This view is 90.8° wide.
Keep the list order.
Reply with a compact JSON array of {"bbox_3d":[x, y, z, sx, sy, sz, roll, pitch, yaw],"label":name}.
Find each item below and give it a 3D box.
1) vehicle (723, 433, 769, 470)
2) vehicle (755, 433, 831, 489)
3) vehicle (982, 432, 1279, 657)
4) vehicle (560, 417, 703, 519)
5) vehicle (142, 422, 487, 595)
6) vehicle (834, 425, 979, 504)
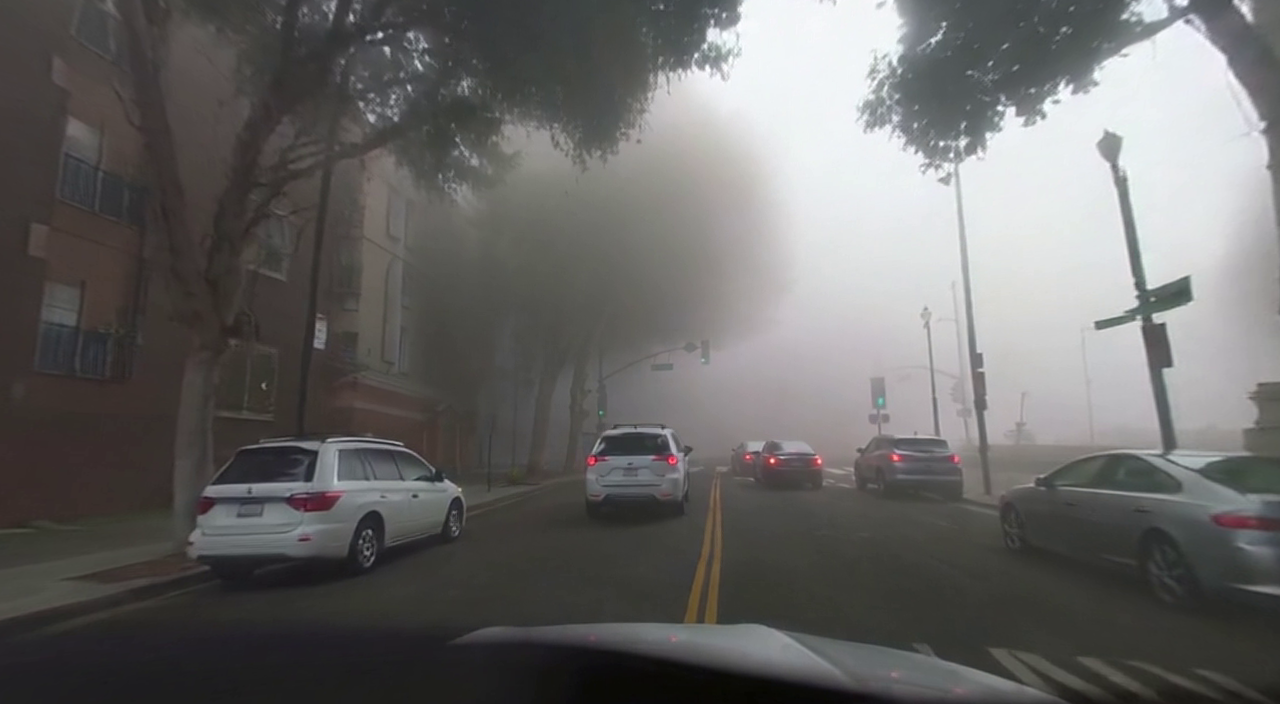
[{"bbox_3d":[5.237,4.986,31.719,2.111,1.705,4.093,-1,-9,7],"label":"vehicle"},{"bbox_3d":[4.874,3.498,20.618,2.111,1.619,4.077,-2,-9,10],"label":"vehicle"},{"bbox_3d":[5.328,1.558,6.212,1.937,1.442,4.338,-1,-9,7],"label":"vehicle"},{"bbox_3d":[0.083,2.506,14.226,2.333,1.832,5.200,-2,-9,9],"label":"vehicle"},{"bbox_3d":[-4.028,1.977,8.947,2.013,1.772,4.439,-2,-9,9],"label":"vehicle"},{"bbox_3d":[7.002,3.008,17.378,2.093,1.815,5.441,-1,-9,6],"label":"vehicle"}]
